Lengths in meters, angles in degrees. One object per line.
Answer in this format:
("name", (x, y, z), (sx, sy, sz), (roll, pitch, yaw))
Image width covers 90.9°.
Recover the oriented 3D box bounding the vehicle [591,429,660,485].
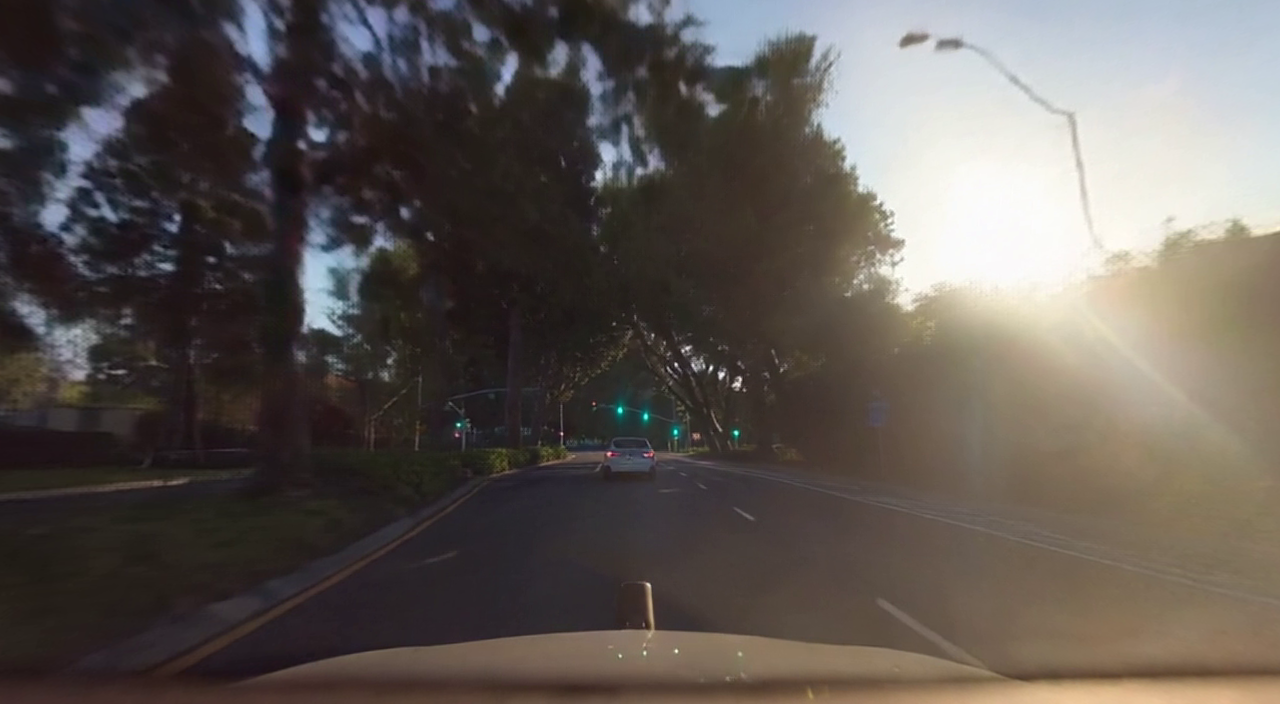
("vehicle", (-0.515, 3.688, 22.333), (2.192, 1.734, 4.176), (1, -9, -1))
